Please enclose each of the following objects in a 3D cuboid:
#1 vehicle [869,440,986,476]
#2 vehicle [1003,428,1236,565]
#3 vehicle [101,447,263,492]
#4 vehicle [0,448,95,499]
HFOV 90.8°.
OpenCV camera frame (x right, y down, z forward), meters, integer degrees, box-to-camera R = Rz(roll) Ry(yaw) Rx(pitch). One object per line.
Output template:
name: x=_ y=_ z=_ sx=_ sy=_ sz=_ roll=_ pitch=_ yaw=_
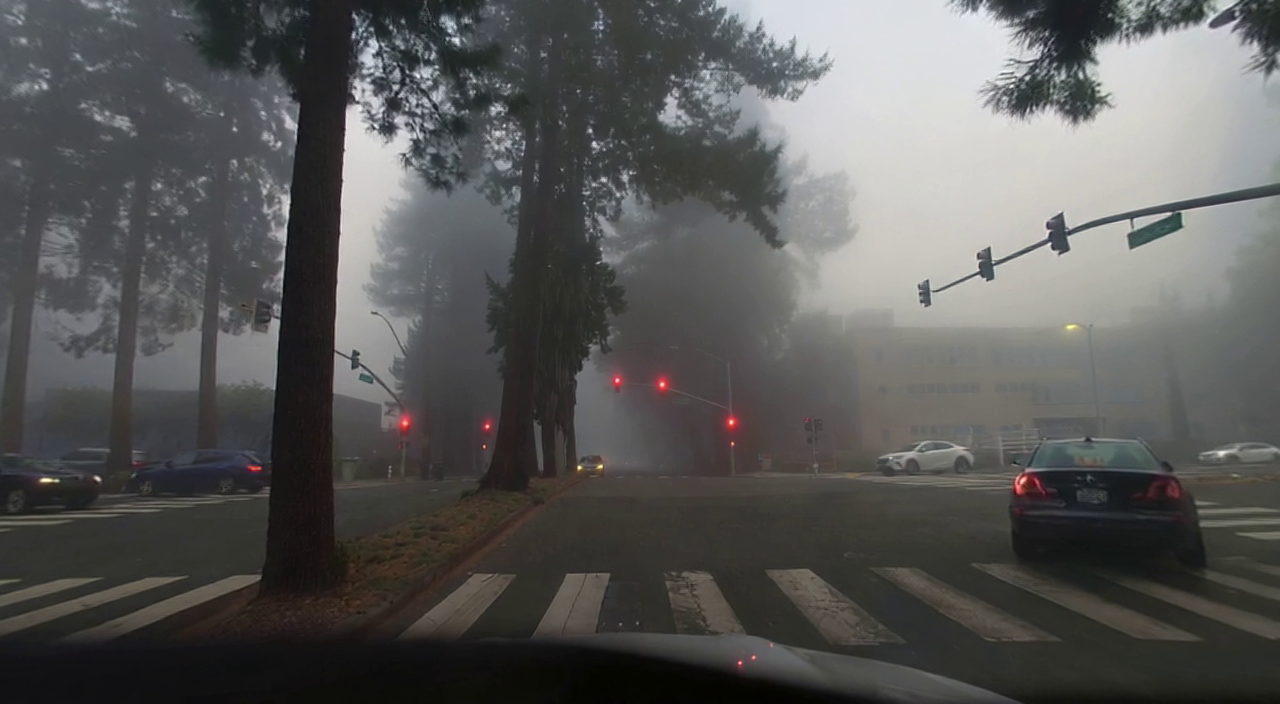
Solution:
vehicle: x=15.887 y=5.881 z=35.149 sx=5.220 sy=1.897 sz=2.596 roll=0 pitch=-8 yaw=0
vehicle: x=7.142 y=2.000 z=9.676 sx=2.189 sy=1.536 sz=4.492 roll=-6 pitch=-10 yaw=35
vehicle: x=-19.164 y=4.949 z=26.651 sx=4.798 sy=1.763 sz=2.536 roll=0 pitch=-10 yaw=0
vehicle: x=-23.536 y=4.440 z=23.261 sx=4.748 sy=1.727 sz=2.325 roll=0 pitch=-8 yaw=1
